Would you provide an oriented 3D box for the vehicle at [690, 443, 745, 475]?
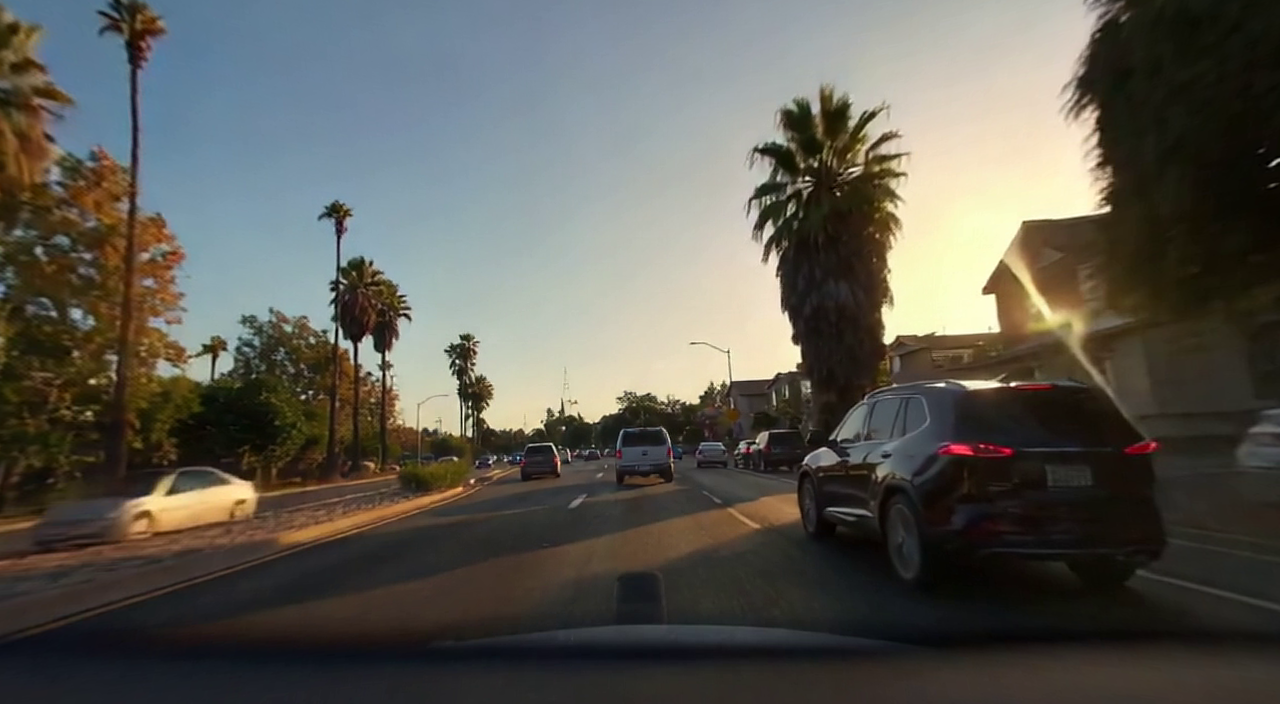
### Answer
[{"bbox_3d":[3.669,5.176,30.617,2.178,1.411,4.732,-1,-9,1],"label":"vehicle"}]

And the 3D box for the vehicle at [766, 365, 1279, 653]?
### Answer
[{"bbox_3d":[3.463,1.464,7.215,2.576,1.815,6.267,0,-9,-1],"label":"vehicle"}]

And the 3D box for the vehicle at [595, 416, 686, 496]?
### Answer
[{"bbox_3d":[-0.192,3.330,20.409,2.507,2.161,6.049,0,-9,-4],"label":"vehicle"}]

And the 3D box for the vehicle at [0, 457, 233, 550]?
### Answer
[{"bbox_3d":[-11.739,3.247,14.154,2.068,1.630,4.650,0,-9,-1],"label":"vehicle"}]

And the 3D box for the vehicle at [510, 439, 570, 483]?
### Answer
[{"bbox_3d":[-4.211,4.677,27.168,2.235,1.682,4.662,0,-9,-5],"label":"vehicle"}]
